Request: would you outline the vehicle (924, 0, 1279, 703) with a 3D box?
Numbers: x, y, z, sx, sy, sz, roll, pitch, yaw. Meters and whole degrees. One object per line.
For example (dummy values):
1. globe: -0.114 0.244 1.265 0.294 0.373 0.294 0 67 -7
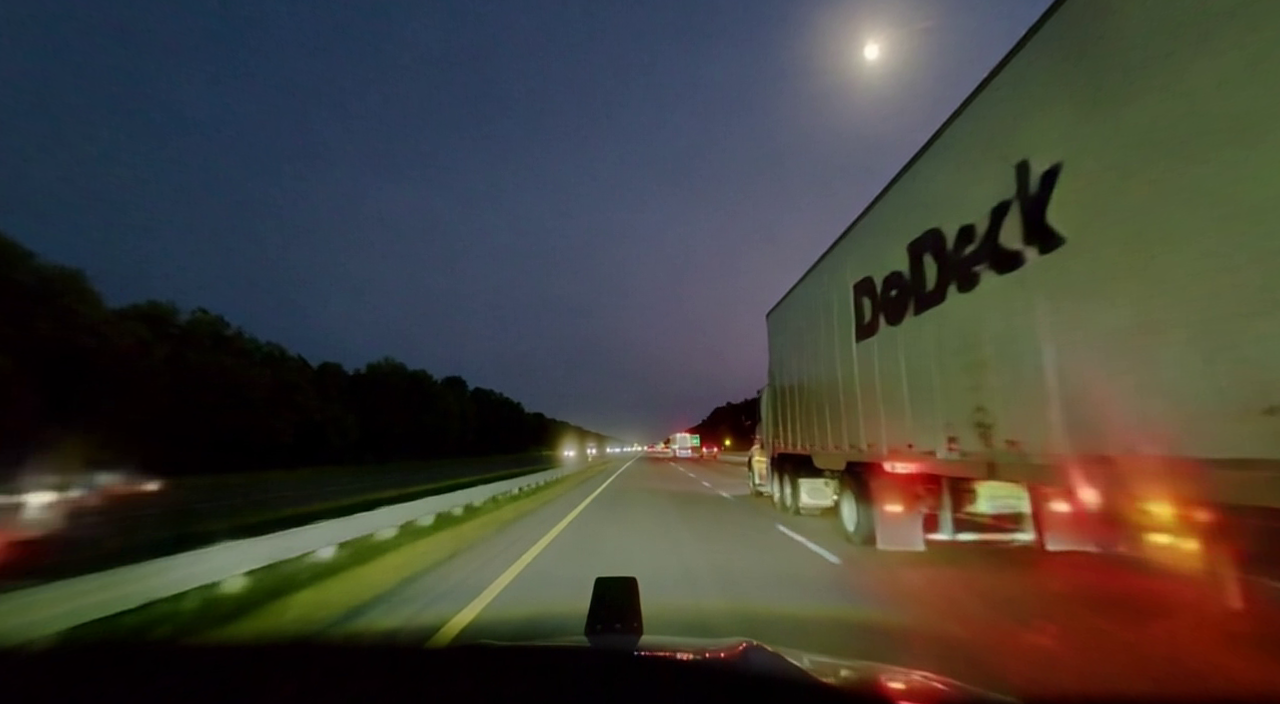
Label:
1. vehicle: 3.984 -0.563 0.442 3.025 4.010 9.542 0 -9 0
